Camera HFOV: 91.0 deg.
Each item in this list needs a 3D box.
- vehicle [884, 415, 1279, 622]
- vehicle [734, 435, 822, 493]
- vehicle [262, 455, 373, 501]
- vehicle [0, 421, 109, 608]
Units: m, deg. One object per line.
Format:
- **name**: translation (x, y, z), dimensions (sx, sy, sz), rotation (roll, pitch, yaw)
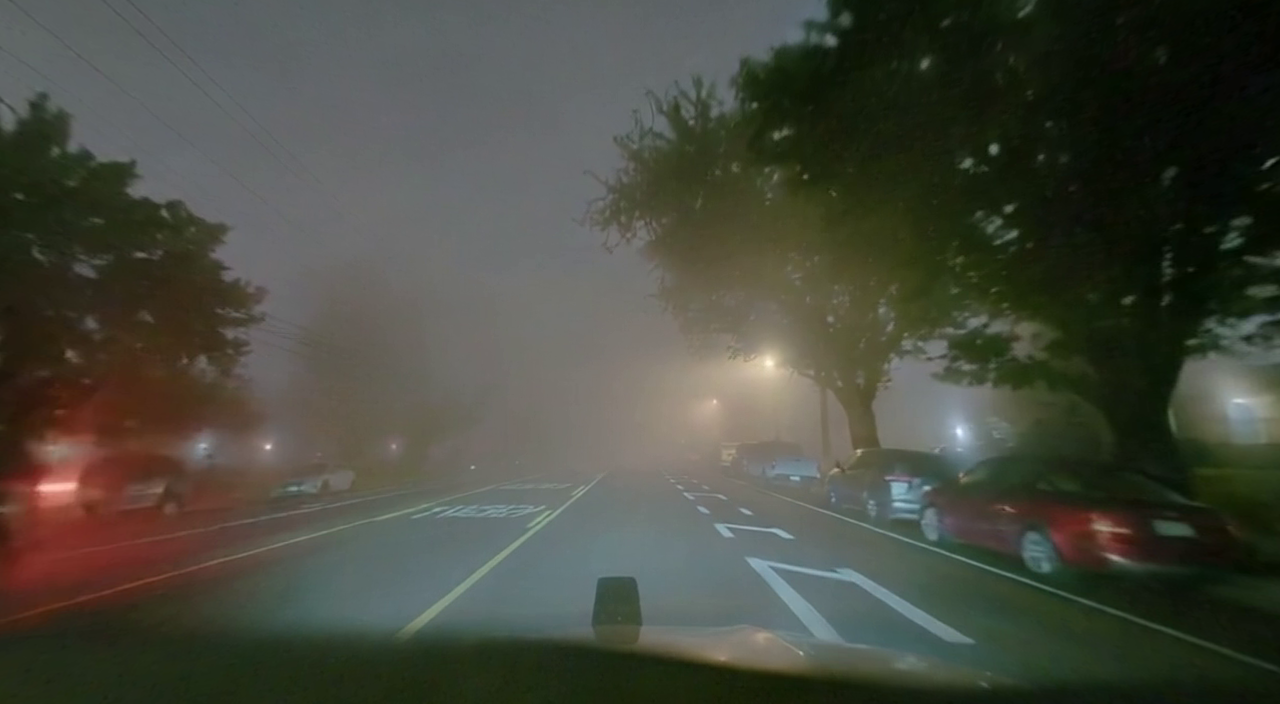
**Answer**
- **vehicle**: translation (4.955, 1.775, 7.790), dimensions (1.962, 1.748, 4.659), rotation (0, -8, 0)
- **vehicle**: translation (5.003, 4.117, 23.570), dimensions (2.123, 1.928, 4.752), rotation (0, -8, -1)
- **vehicle**: translation (-12.150, 4.744, 24.096), dimensions (1.865, 1.479, 4.325), rotation (0, -8, 2)
- **vehicle**: translation (-6.861, 1.334, 4.699), dimensions (1.957, 1.700, 4.318), rotation (0, -8, 0)
